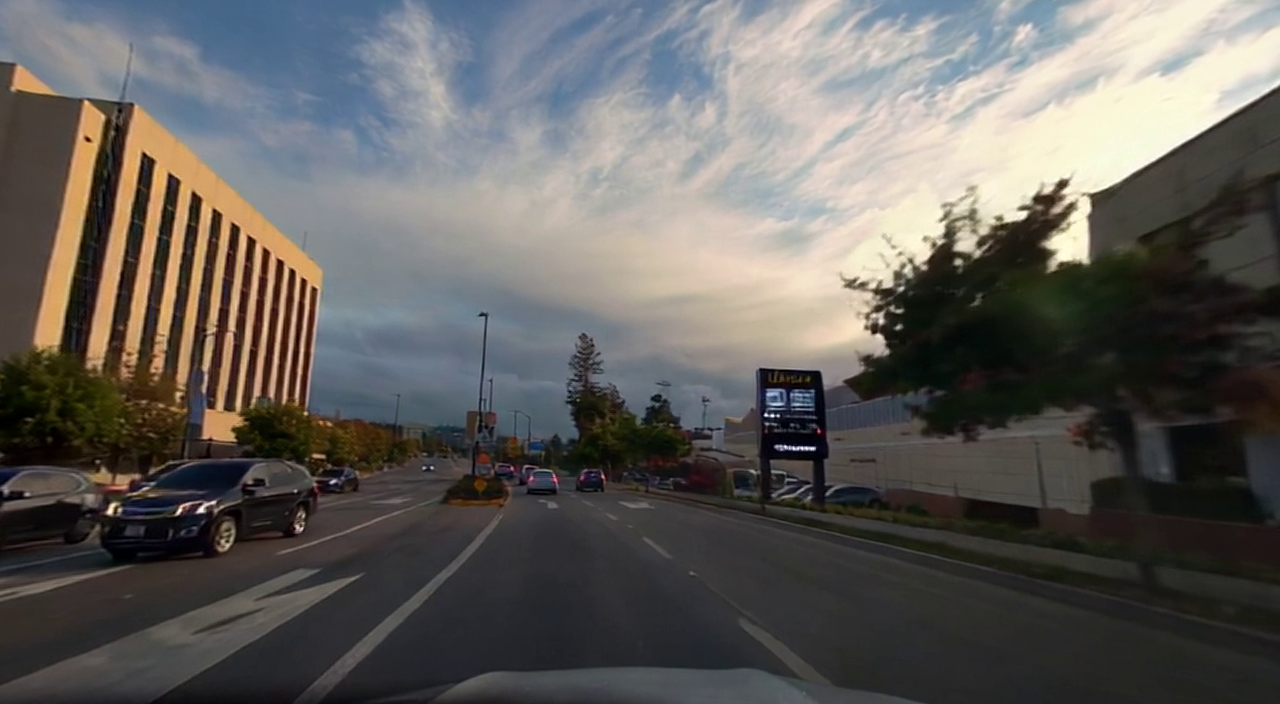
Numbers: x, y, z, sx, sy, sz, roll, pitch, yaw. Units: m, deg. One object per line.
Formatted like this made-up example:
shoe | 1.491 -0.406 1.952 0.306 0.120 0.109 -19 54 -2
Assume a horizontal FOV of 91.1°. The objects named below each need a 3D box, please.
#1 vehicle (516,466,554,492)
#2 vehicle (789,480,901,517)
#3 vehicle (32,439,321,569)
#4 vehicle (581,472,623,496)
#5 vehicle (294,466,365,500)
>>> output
vehicle | -6.407 7.653 38.047 2.005 1.498 3.643 3 -11 -13
vehicle | 9.010 6.462 27.811 4.302 1.456 1.832 1 -10 -3
vehicle | -7.393 2.468 10.794 2.011 1.701 4.519 2 -11 -9
vehicle | -2.115 7.175 34.206 1.775 1.186 2.933 3 -11 -12
vehicle | -14.209 5.990 28.959 1.839 1.456 3.859 3 -11 -10
